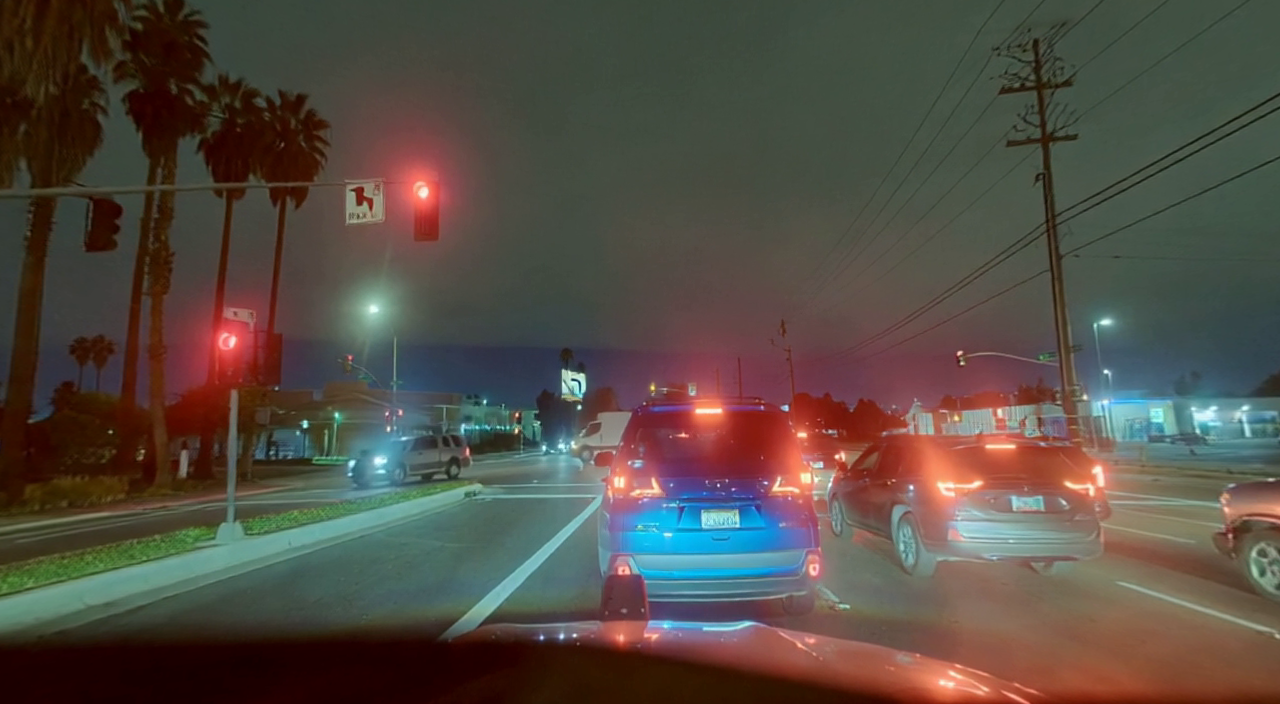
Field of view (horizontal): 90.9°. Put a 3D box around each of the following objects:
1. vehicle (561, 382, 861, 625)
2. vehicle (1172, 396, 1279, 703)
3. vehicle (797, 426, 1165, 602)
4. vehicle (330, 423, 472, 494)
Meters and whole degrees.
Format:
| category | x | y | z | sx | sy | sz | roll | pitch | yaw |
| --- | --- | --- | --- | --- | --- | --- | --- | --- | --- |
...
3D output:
| category | x | y | z | sx | sy | sz | roll | pitch | yaw |
| --- | --- | --- | --- | --- | --- | --- | --- | --- | --- |
| vehicle | 0.449 | 1.435 | 6.888 | 2.228 | 1.780 | 4.269 | 0 | -9 | -2 |
| vehicle | 3.348 | 0.652 | 0.658 | 1.805 | 1.485 | 4.348 | 0 | -9 | 1 |
| vehicle | 3.426 | 1.689 | 7.509 | 1.895 | 1.456 | 4.255 | 0 | -9 | -2 |
| vehicle | -9.955 | 4.502 | 27.015 | 2.230 | 2.653 | 5.869 | -3 | -9 | 20 |
